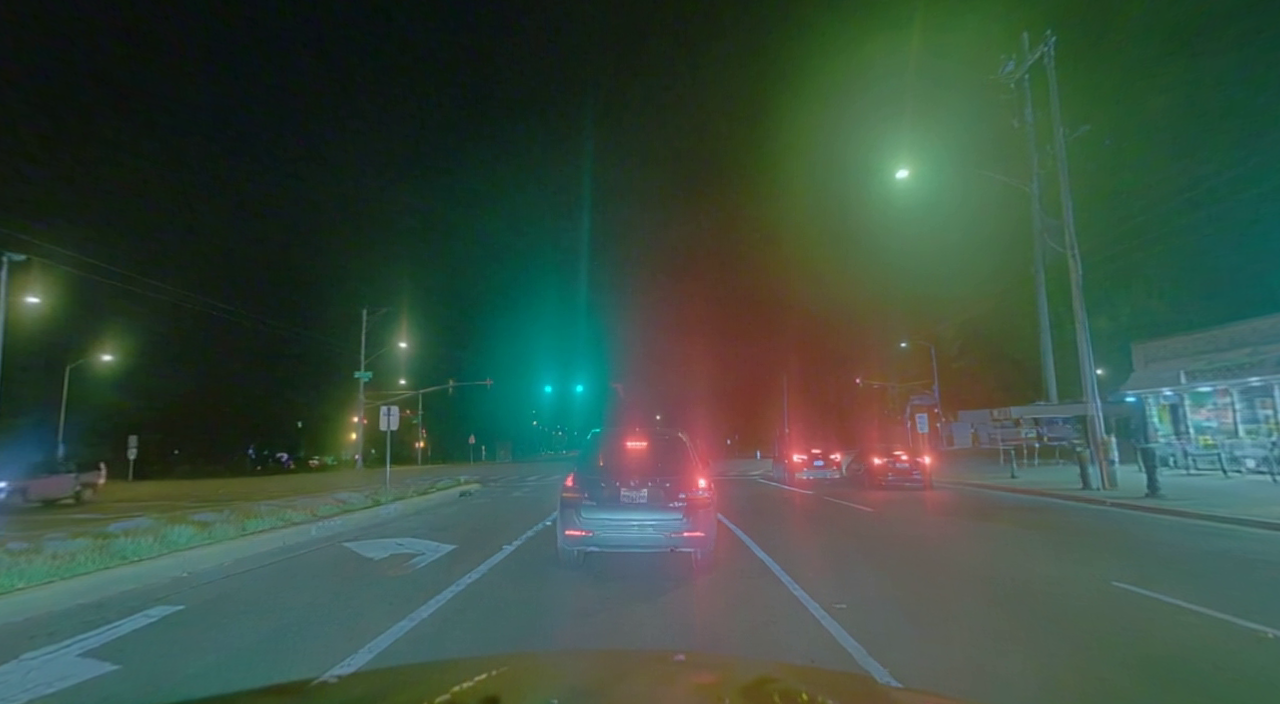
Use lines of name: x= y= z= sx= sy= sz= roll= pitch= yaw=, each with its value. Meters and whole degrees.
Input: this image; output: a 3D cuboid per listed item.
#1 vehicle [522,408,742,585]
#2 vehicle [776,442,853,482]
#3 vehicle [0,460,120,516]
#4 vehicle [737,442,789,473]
vehicle: x=-0.058 y=1.694 z=8.117 sx=2.115 sy=1.700 sz=3.901 roll=0 pitch=-8 yaw=1
vehicle: x=6.865 y=4.375 z=25.259 sx=1.833 sy=1.452 sz=4.237 roll=0 pitch=-8 yaw=0
vehicle: x=-19.141 y=4.208 z=19.878 sx=1.969 sy=1.458 sz=4.300 roll=1 pitch=-9 yaw=-5
vehicle: x=6.279 y=5.454 z=32.638 sx=1.961 sy=1.477 sz=4.454 roll=0 pitch=-8 yaw=2
